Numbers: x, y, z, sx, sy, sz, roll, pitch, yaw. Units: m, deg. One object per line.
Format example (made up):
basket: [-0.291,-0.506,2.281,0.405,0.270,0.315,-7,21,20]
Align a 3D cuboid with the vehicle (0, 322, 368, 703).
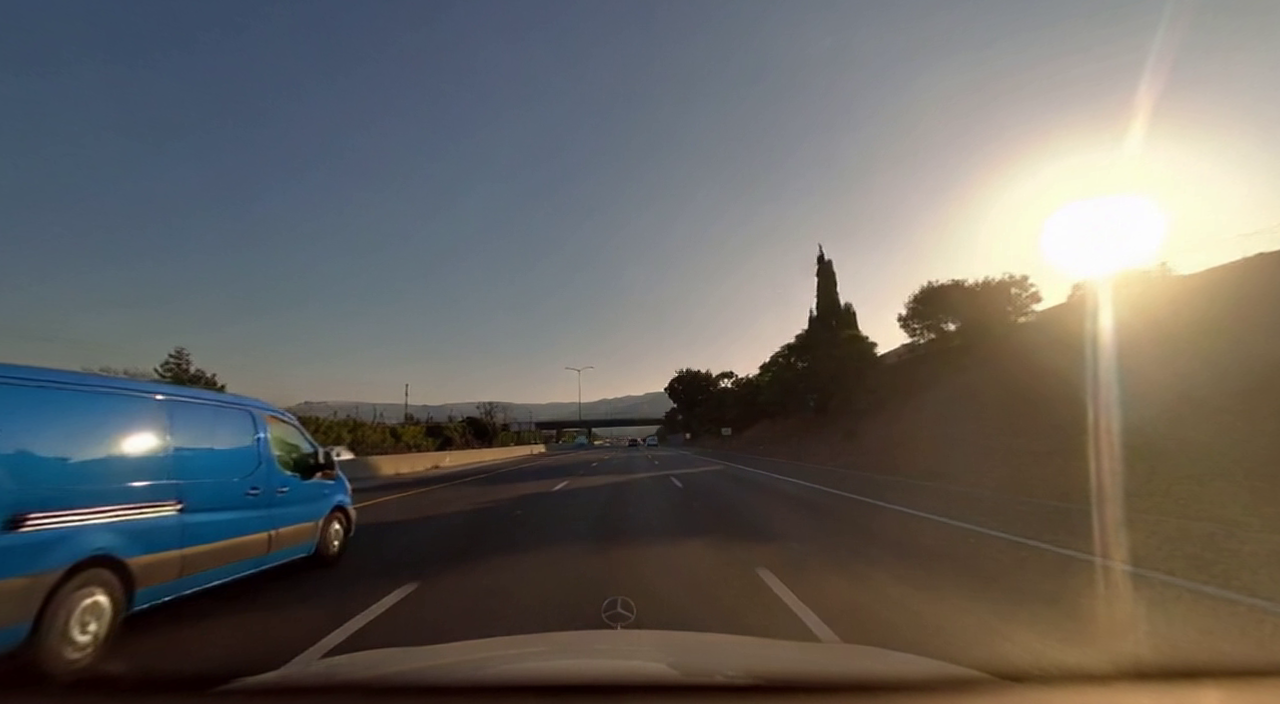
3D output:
vehicle: [-4.188,1.040,4.850,2.104,1.860,4.853,0,-8,-1]
